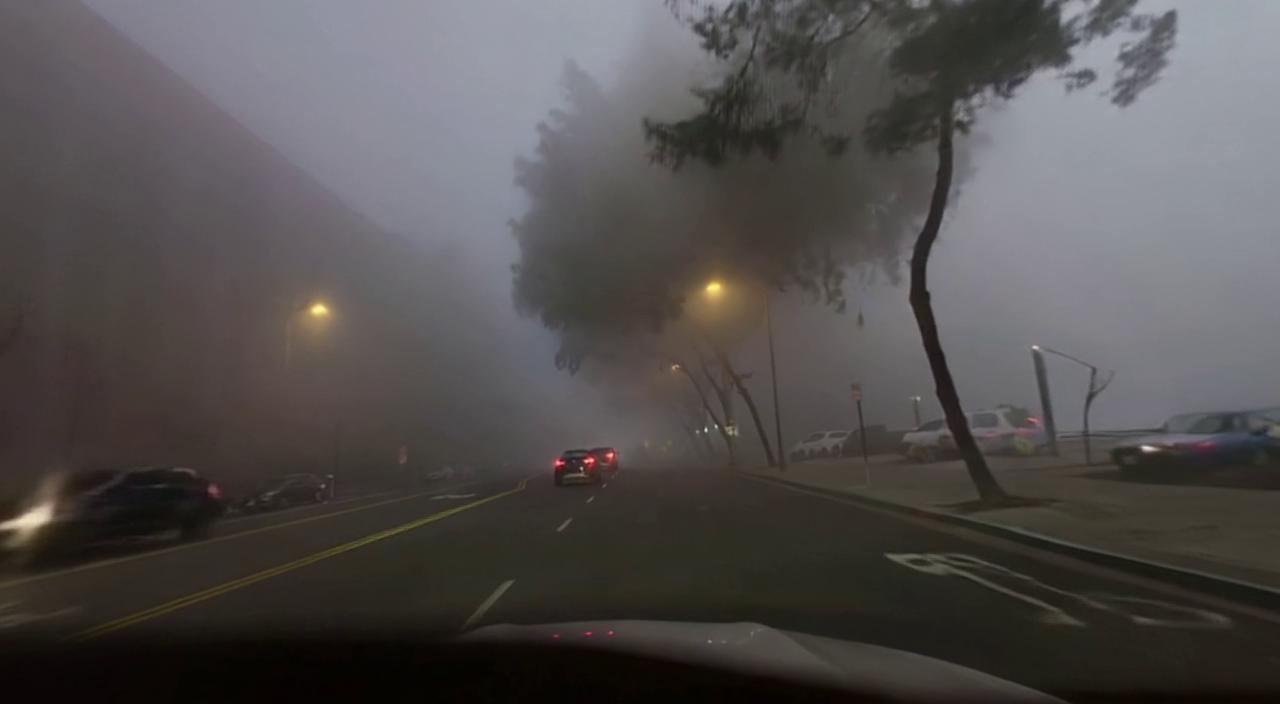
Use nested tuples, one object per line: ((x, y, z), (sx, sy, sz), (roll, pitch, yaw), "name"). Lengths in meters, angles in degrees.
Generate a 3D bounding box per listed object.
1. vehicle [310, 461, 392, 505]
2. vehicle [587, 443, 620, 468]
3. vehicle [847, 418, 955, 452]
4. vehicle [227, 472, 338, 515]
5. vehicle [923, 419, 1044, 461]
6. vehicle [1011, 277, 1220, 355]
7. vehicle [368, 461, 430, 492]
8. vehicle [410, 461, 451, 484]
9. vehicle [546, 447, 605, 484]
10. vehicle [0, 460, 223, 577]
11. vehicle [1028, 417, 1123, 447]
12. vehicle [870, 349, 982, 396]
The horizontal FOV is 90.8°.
((-15.368, 6.927, 33.903), (1.917, 1.775, 5.018), (-9, -9, -1), "vehicle")
((-2.752, 7.950, 48.798), (2.190, 1.840, 4.720), (0, -8, 0), "vehicle")
((13.253, 4.284, 32.329), (4.619, 1.626, 2.121), (-1, -9, 4), "vehicle")
((-15.313, 6.061, 27.425), (2.021, 1.438, 4.616), (-2, -9, 2), "vehicle")
((13.030, 3.343, 24.123), (3.527, 1.496, 1.836), (0, -7, -3), "vehicle")
((12.033, -0.873, 16.205), (3.827, 1.556, 1.730), (-1, -10, 1), "vehicle")
((-15.017, 7.753, 39.589), (1.984, 1.635, 4.525), (-3, -9, 2), "vehicle")
((-15.081, 8.703, 45.663), (1.646, 1.462, 3.740), (0, -8, 0), "vehicle")
((-2.663, 4.809, 27.131), (2.051, 1.454, 4.132), (0, -8, 0), "vehicle")
((-9.823, 2.740, 11.163), (1.884, 1.518, 4.380), (0, -8, 0), "vehicle")
((26.376, 4.857, 38.284), (4.439, 1.688, 2.101), (1, -9, -12), "vehicle")
((12.241, 0.889, 27.200), (3.826, 1.601, 1.807), (-3, -8, -3), "vehicle")
